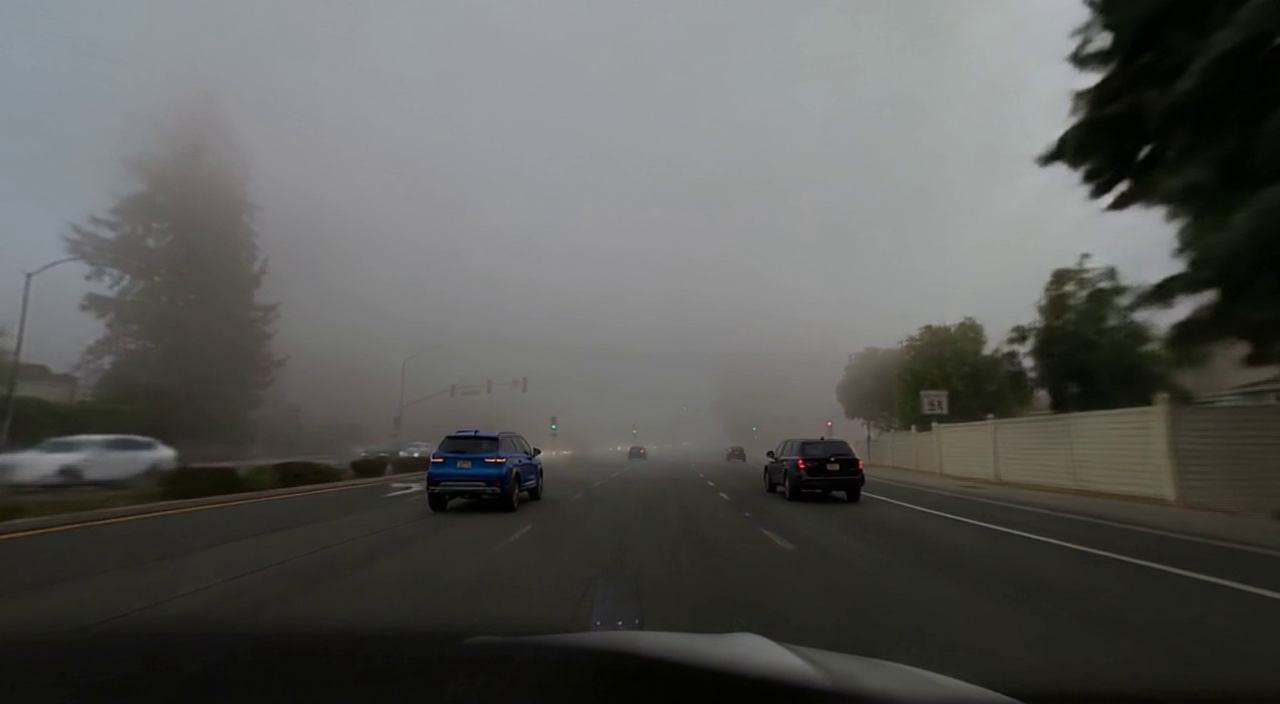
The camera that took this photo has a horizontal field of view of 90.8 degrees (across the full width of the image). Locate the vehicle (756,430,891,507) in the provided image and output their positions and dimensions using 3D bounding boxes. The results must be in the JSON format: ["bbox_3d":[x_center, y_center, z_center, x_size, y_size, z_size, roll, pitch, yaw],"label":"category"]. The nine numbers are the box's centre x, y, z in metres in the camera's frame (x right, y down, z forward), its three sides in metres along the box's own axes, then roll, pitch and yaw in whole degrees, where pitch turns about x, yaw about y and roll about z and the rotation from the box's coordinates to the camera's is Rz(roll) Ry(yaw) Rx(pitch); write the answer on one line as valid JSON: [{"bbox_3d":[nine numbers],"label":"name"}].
[{"bbox_3d":[4.389,2.867,15.953,2.132,1.659,4.387,0,-9,0],"label":"vehicle"}]

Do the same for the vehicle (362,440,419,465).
[{"bbox_3d":[-17.493,7.052,44.566,1.914,1.669,4.429,-1,-9,5],"label":"vehicle"}]

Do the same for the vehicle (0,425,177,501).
[{"bbox_3d":[-15.182,2.898,16.842,1.980,1.728,4.653,0,-9,2],"label":"vehicle"}]

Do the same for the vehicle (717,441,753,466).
[{"bbox_3d":[6.690,7.165,44.827,2.169,1.669,4.037,0,-9,4],"label":"vehicle"}]

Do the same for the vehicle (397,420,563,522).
[{"bbox_3d":[-2.994,2.358,13.026,2.045,1.688,4.632,0,-9,2],"label":"vehicle"}]
